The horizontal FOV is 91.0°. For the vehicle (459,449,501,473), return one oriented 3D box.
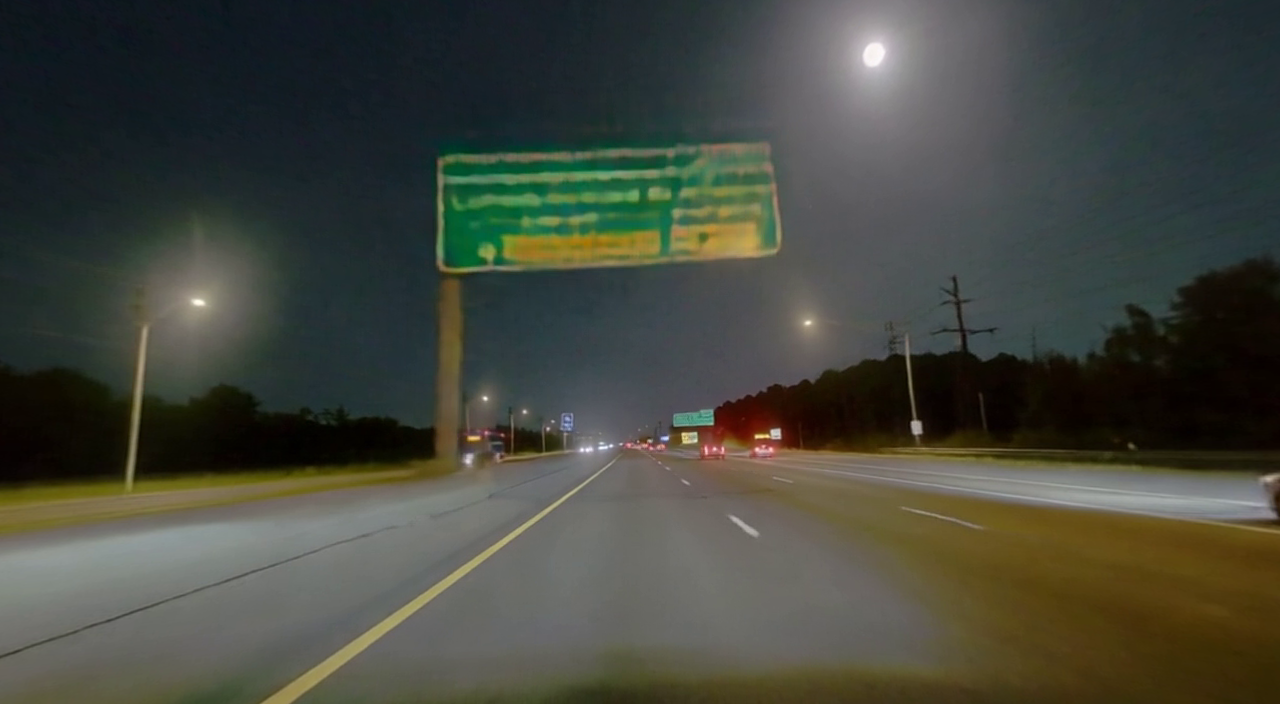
[{"bbox_3d":[-10.980,7.479,43.470,1.869,1.506,4.205,-1,-9,-1],"label":"vehicle"}]
